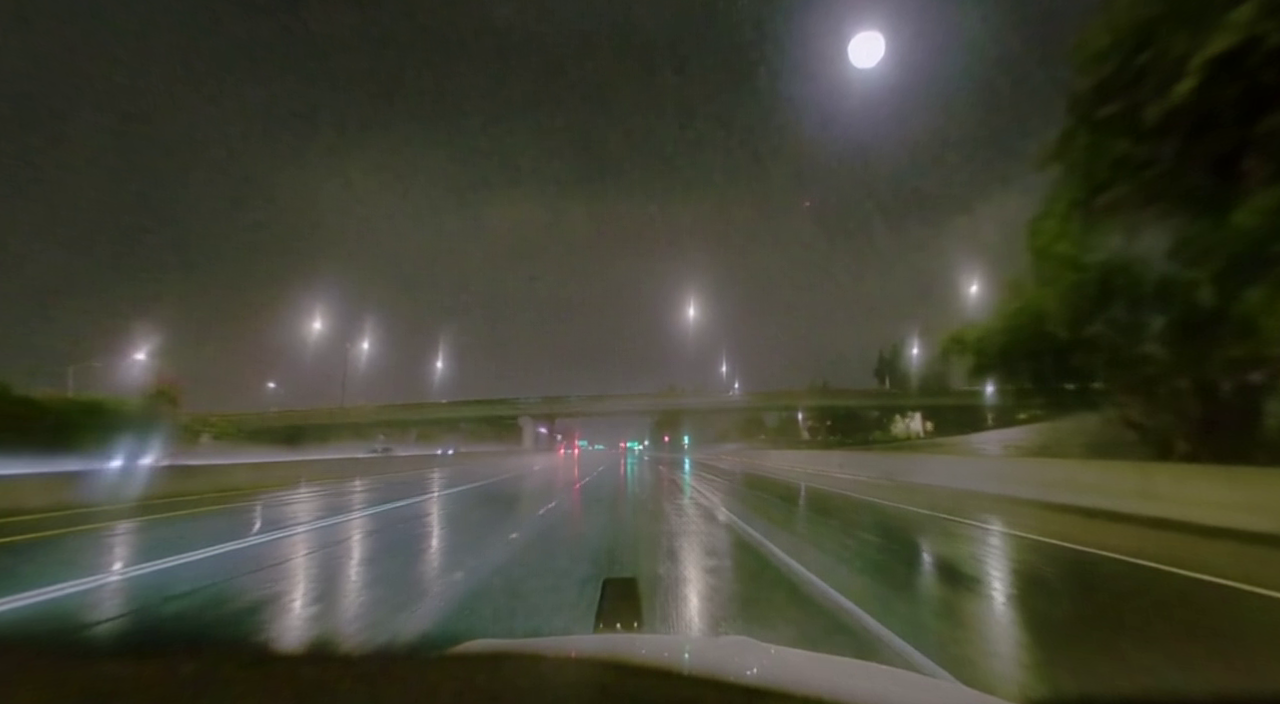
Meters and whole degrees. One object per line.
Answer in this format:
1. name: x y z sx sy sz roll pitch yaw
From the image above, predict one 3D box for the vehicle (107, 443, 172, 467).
1. vehicle: -36.223 7.439 45.819 1.844 1.473 3.683 -4 -7 -1
